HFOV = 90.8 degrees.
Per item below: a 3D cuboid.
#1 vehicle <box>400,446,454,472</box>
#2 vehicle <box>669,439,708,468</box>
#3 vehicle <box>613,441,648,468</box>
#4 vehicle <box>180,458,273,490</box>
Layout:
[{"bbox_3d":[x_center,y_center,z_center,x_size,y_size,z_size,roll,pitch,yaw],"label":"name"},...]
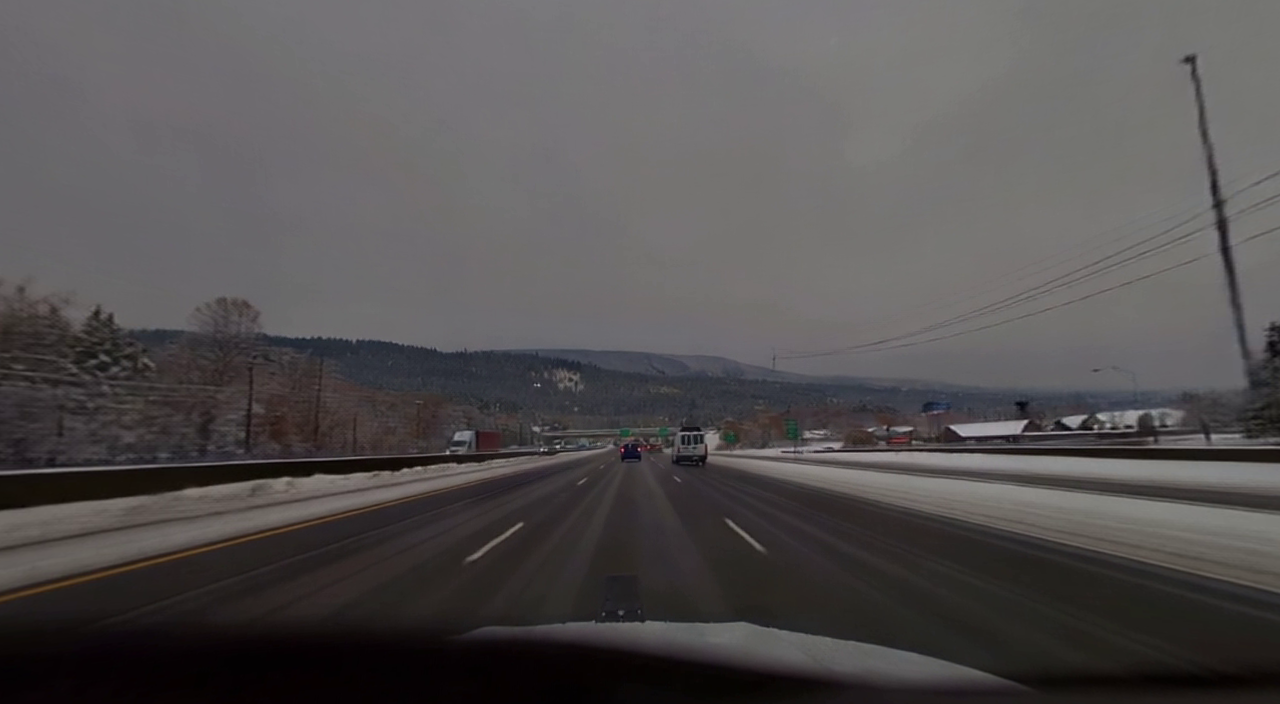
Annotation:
[{"bbox_3d":[-13.864,6.952,41.309,1.968,1.563,4.376,0,-9,0],"label":"vehicle"},{"bbox_3d":[3.147,6.742,42.017,2.036,1.796,4.470,0,-9,-2],"label":"vehicle"},{"bbox_3d":[-0.691,7.128,44.048,2.325,1.712,4.592,0,-9,-1],"label":"vehicle"},{"bbox_3d":[-21.461,6.306,33.047,1.849,1.463,4.466,0,-9,0],"label":"vehicle"}]
